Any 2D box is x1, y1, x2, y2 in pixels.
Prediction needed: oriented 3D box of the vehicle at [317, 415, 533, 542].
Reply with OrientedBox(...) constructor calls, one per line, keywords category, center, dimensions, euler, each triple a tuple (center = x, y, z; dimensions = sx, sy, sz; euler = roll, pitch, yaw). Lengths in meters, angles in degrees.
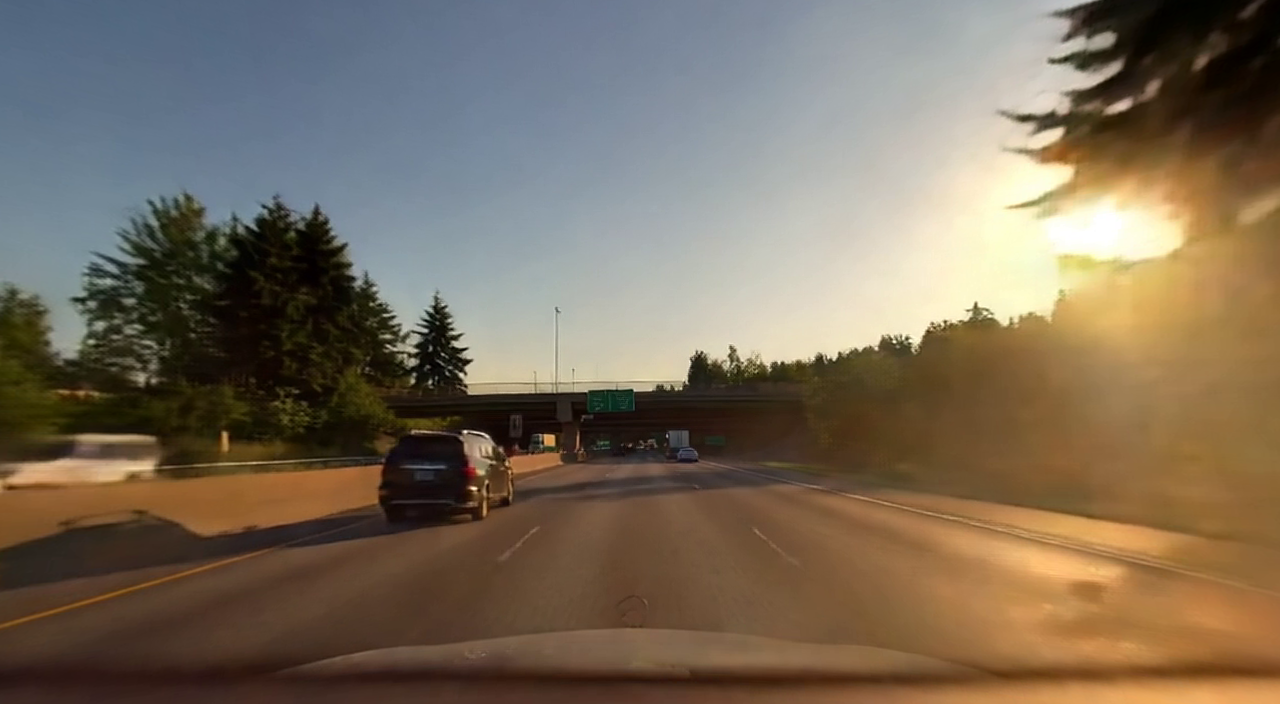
OrientedBox(category="vehicle", center=(-3.440, 2.140, 11.286), dimensions=(2.238, 1.792, 4.518), euler=(0, -9, 0))
